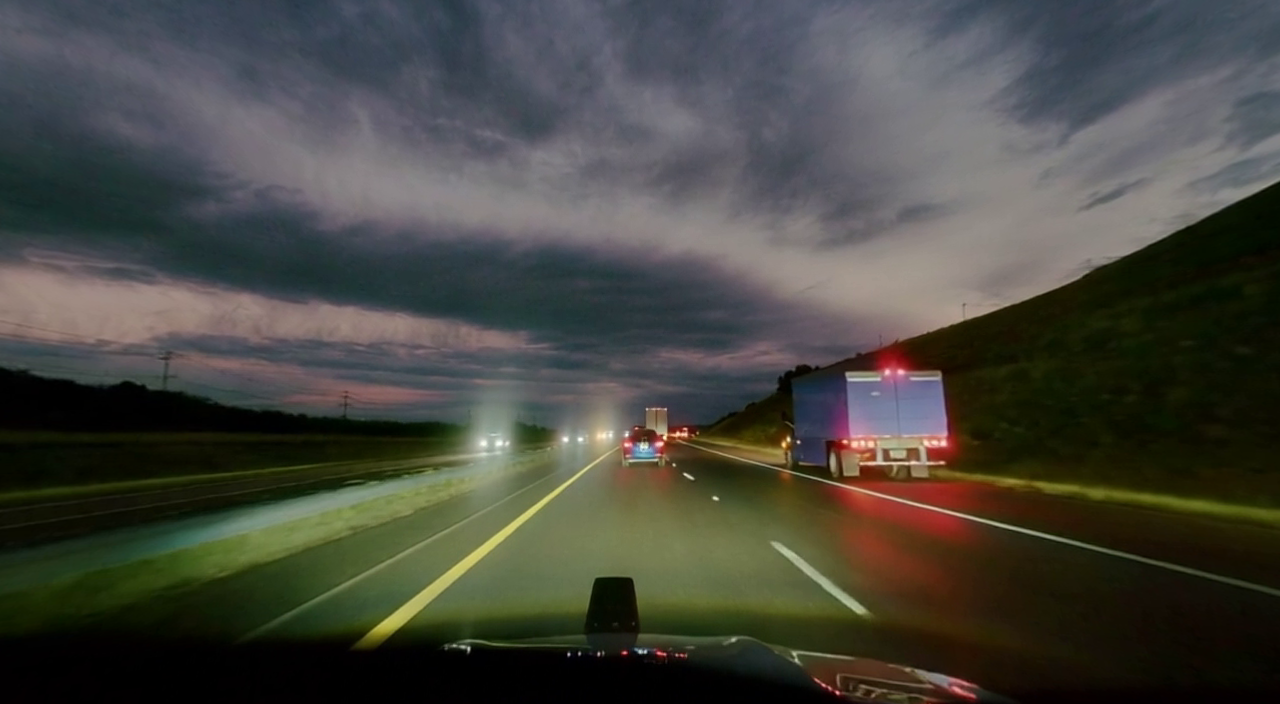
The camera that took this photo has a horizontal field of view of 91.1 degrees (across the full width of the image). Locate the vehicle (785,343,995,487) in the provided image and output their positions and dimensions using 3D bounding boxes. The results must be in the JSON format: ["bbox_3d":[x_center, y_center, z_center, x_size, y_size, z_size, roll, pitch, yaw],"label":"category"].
[{"bbox_3d":[7.325,2.173,20.394,3.010,3.638,8.978,0,-8,-1],"label":"vehicle"}]

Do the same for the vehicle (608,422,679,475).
[{"bbox_3d":[0.090,3.286,21.703,2.216,1.623,4.220,0,-8,0],"label":"vehicle"}]
